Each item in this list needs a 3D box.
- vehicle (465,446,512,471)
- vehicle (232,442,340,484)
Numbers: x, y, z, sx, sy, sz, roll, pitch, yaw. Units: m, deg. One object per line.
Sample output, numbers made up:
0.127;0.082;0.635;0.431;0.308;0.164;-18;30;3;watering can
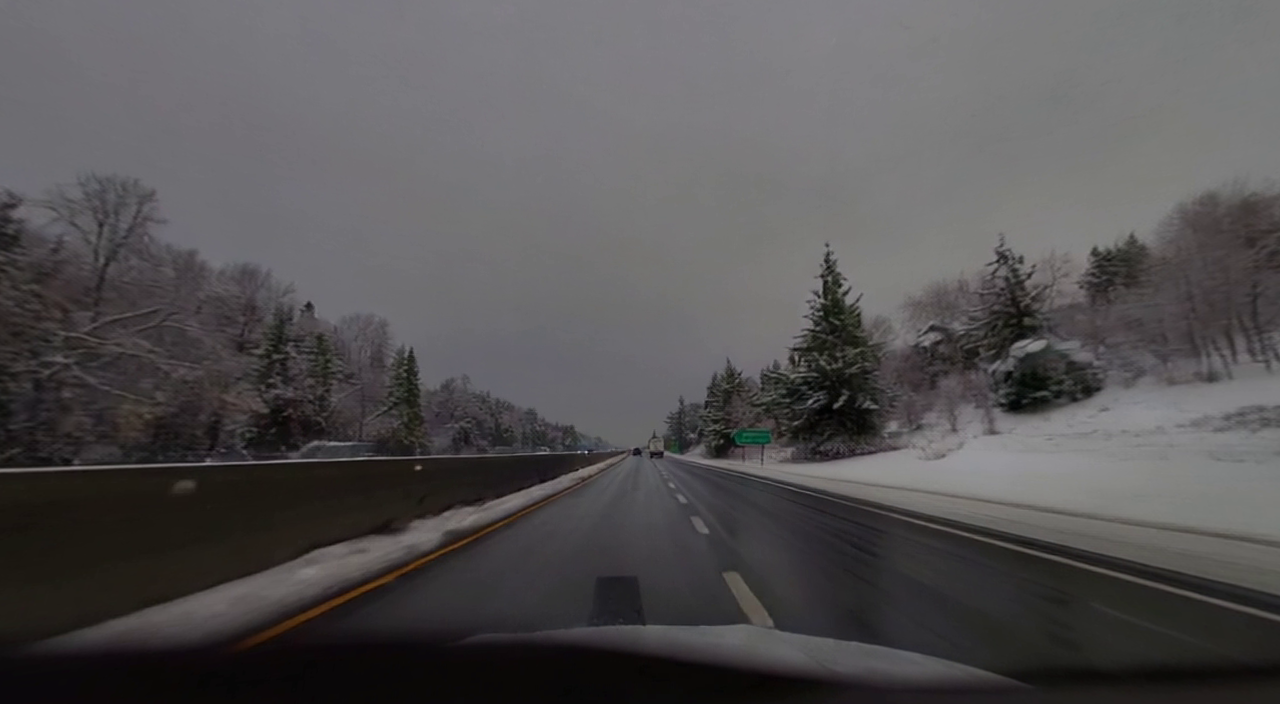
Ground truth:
-9.605;6.777;40.284;1.898;1.473;4.010;0;-9;1;vehicle
-13.386;4.209;24.112;1.873;1.466;3.722;0;-9;1;vehicle
